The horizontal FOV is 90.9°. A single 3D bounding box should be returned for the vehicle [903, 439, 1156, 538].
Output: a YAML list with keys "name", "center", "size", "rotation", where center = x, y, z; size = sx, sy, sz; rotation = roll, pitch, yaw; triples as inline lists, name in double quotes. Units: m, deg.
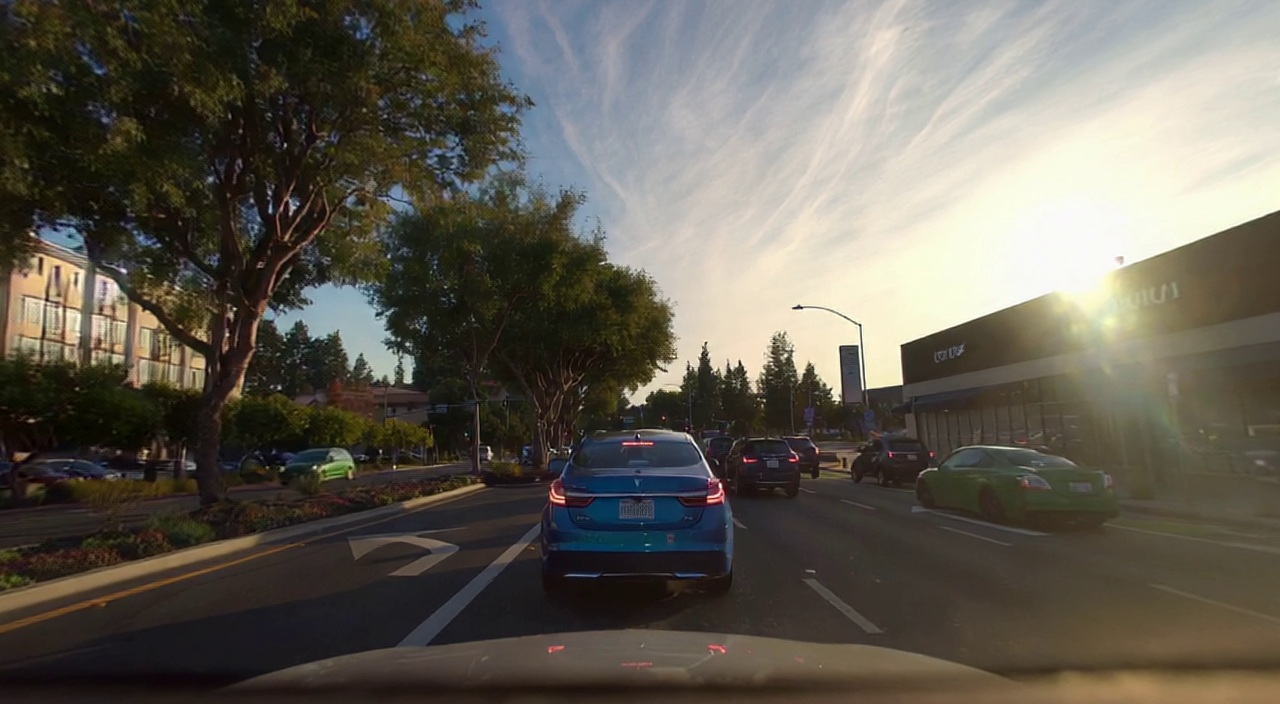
- name: "vehicle"
  center: [6.841, 2.399, 11.797]
  size: [1.911, 1.468, 4.417]
  rotation: [0, -8, 0]

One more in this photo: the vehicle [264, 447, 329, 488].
- name: "vehicle"
  center: [-16.099, 5.394, 29.791]
  size: [2.163, 1.743, 4.428]
  rotation: [3, -9, -22]

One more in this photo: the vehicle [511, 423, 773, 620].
- name: "vehicle"
  center: [-0.014, 1.603, 7.017]
  size: [1.977, 1.465, 4.376]
  rotation: [0, -8, -1]
